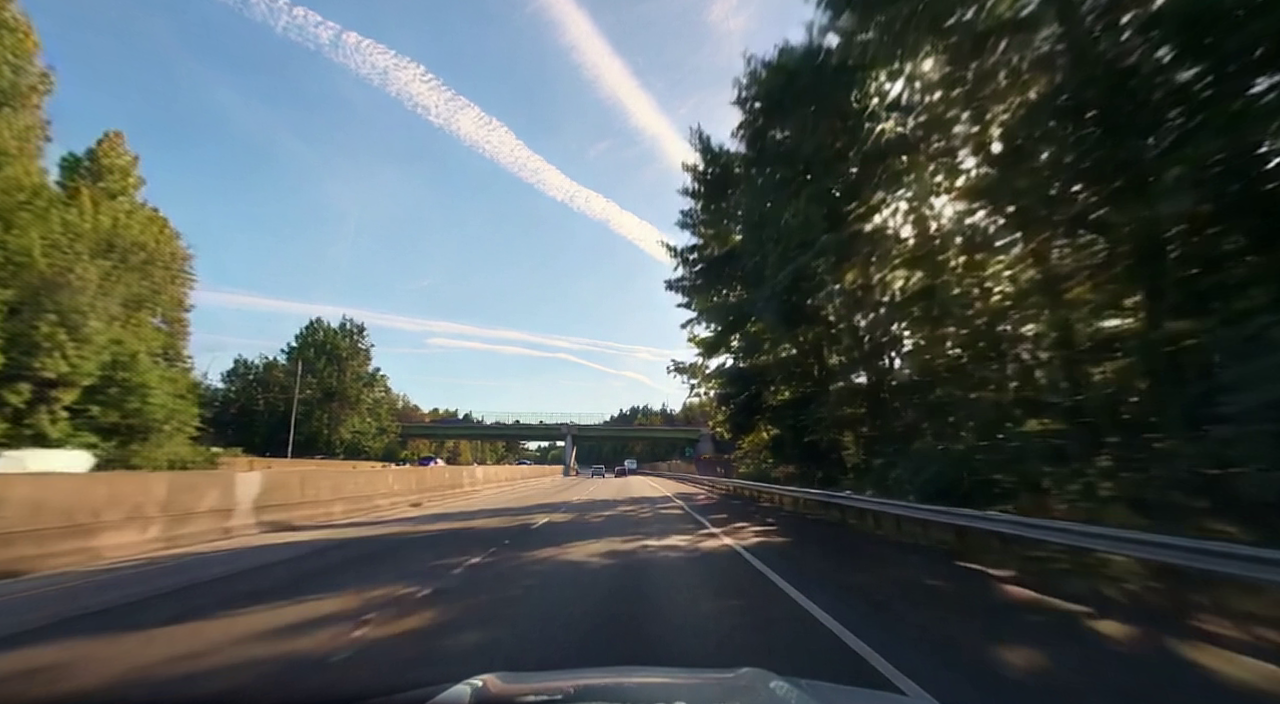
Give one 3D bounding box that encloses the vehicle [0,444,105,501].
[{"bbox_3d":[-18.076,3.361,17.659,2.080,1.488,4.621,1,-11,0],"label":"vehicle"}]
